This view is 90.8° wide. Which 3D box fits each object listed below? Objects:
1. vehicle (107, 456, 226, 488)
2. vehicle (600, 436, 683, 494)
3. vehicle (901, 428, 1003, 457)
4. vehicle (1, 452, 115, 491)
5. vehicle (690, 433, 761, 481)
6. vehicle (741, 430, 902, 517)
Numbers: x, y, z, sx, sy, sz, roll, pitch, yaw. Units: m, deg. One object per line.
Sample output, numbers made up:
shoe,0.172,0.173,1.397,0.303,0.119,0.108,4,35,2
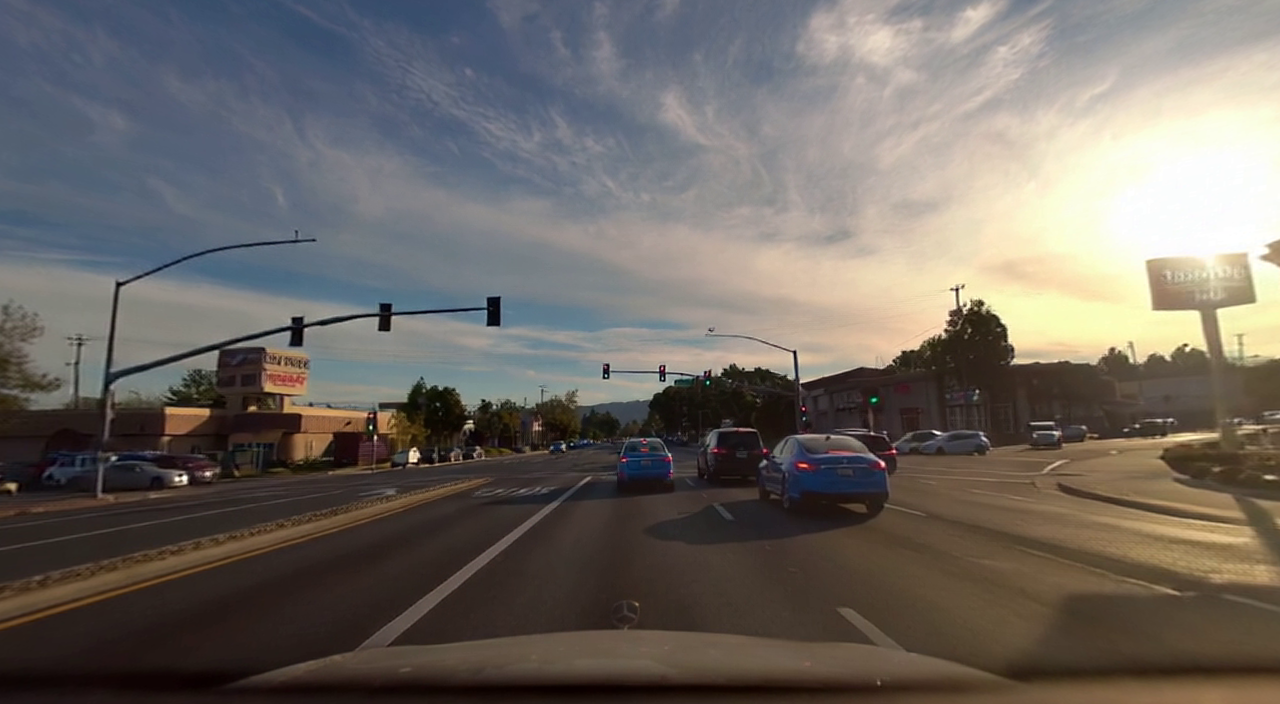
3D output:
vehicle,-26.292,6.664,35.240,4.780,1.669,2.232,0,-8,-2
vehicle,-0.014,3.199,18.281,2.135,1.468,4.076,0,-8,-1
vehicle,19.948,5.831,40.549,5.438,1.776,2.032,0,-8,0
vehicle,-38.404,7.873,41.817,5.135,2.388,2.288,0,-9,-1
vehicle,3.140,3.978,24.188,1.973,1.633,4.717,0,-8,-1
vehicle,3.487,2.433,13.203,1.889,1.473,4.643,0,-8,-1
